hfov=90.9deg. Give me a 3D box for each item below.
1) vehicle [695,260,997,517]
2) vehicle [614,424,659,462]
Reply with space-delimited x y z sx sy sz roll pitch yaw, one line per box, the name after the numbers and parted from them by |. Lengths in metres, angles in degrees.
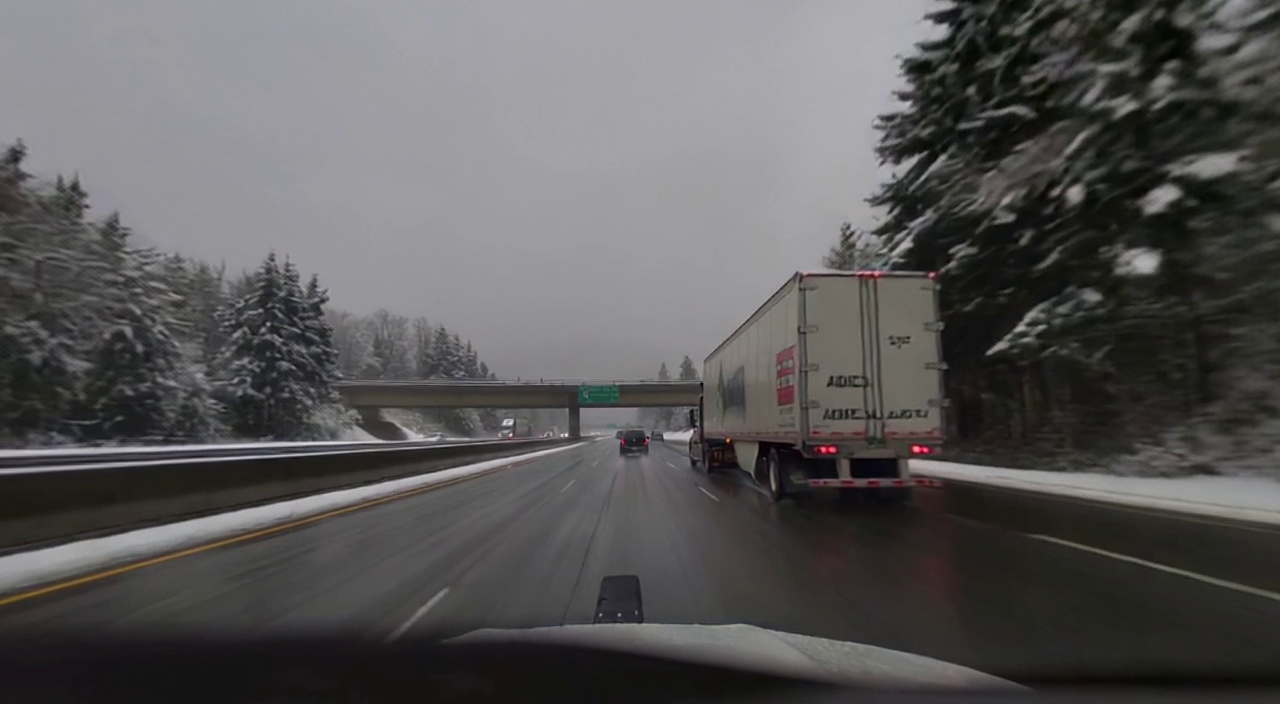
3.787 1.458 16.861 2.987 4.021 14.105 0 -8 -2 | vehicle
-0.236 4.943 34.453 2.277 1.913 4.510 0 -8 -1 | vehicle
